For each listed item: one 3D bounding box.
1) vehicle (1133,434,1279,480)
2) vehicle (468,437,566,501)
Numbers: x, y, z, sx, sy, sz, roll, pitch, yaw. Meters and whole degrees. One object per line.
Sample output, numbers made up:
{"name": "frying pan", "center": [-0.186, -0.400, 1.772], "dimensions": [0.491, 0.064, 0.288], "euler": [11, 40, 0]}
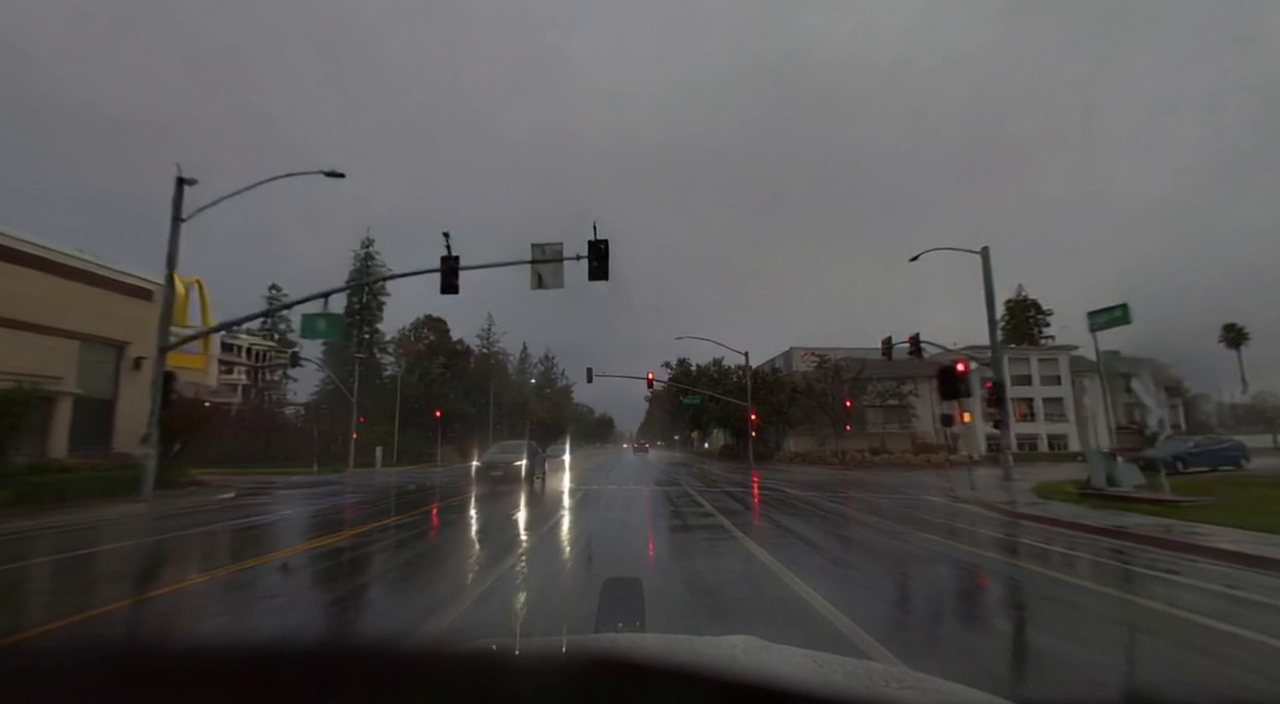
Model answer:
{"name": "vehicle", "center": [23.260, 4.299, 25.976], "dimensions": [4.246, 1.750, 1.954], "euler": [0, -8, 1]}
{"name": "vehicle", "center": [-3.270, 3.180, 17.553], "dimensions": [1.915, 1.553, 3.846], "euler": [0, -8, 0]}
